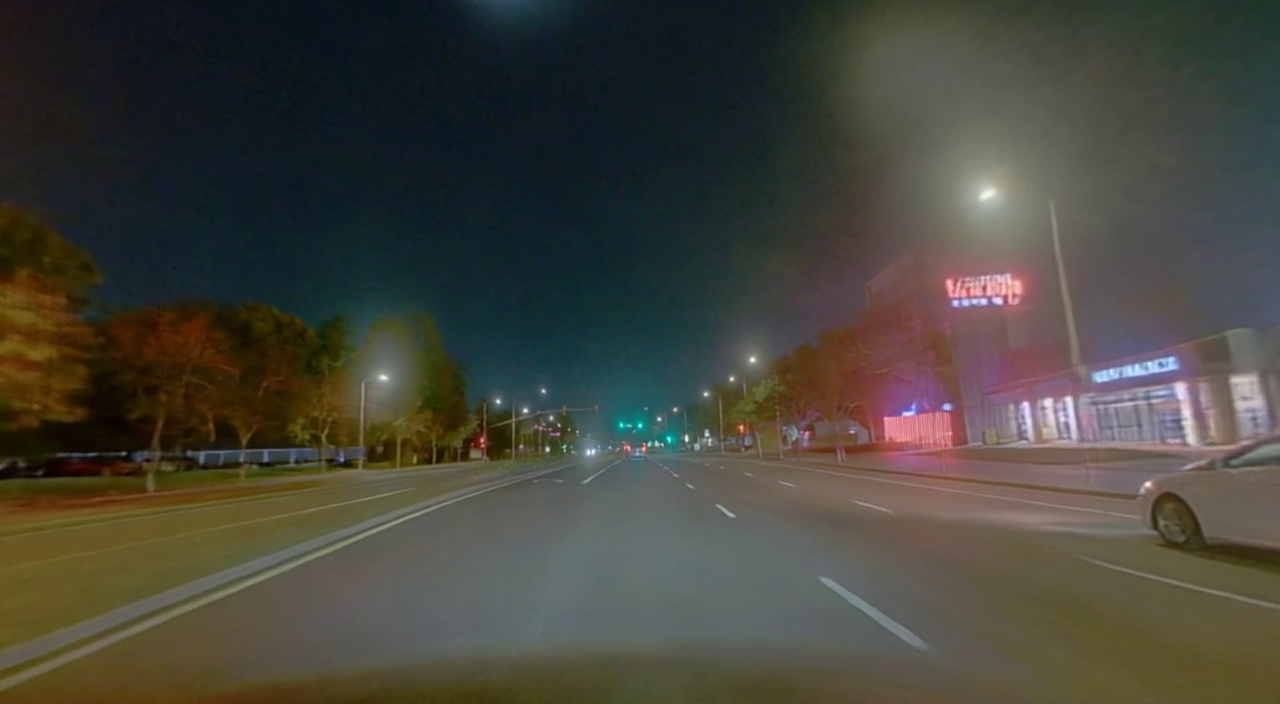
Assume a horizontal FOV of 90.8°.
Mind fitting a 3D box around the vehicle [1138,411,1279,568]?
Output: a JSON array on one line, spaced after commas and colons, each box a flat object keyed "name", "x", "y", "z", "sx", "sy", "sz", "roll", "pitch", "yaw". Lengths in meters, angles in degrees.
[{"name": "vehicle", "x": 7.699, "y": 1.386, "z": 6.249, "sx": 1.918, "sy": 1.632, "sz": 4.368, "roll": 0, "pitch": -8, "yaw": 0}]
